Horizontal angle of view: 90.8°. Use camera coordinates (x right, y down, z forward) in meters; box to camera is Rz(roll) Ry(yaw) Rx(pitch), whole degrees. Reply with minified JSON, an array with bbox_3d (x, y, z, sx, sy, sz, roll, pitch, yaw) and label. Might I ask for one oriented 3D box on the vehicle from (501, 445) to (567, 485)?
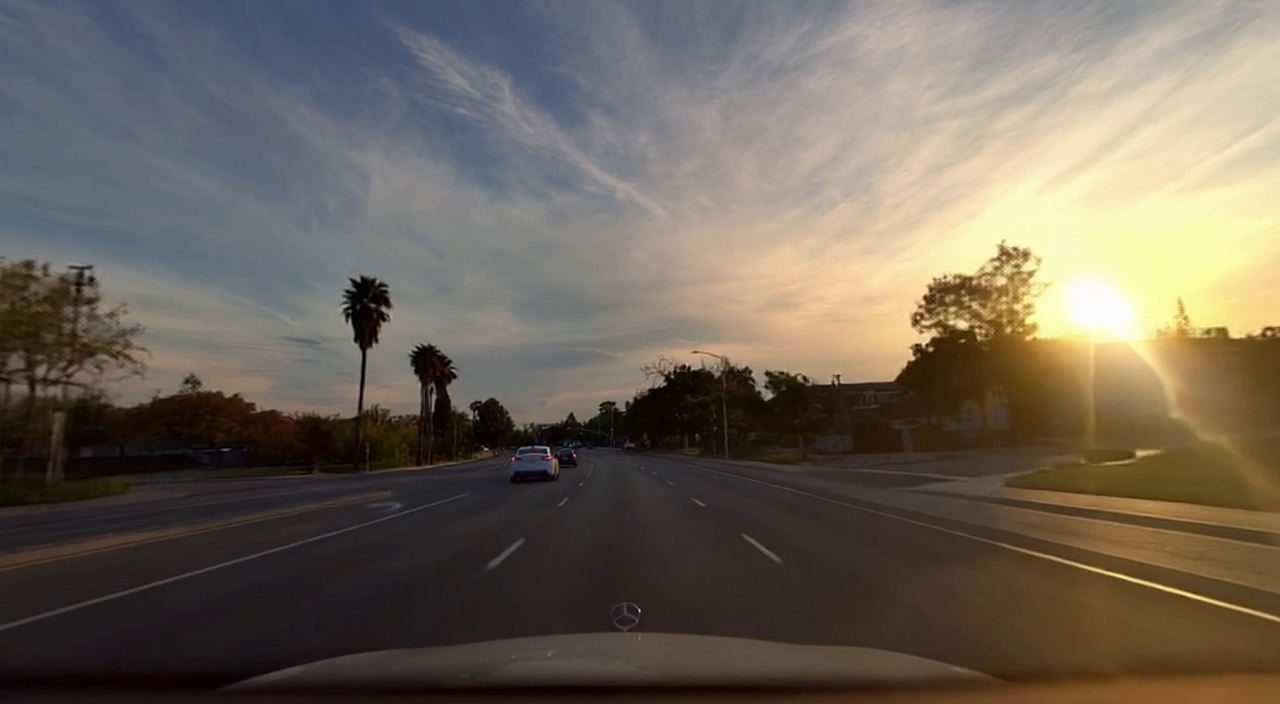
[{"bbox_3d":[-4.306,4.669,26.440,2.108,1.475,4.555,0,-9,-2],"label":"vehicle"}]
